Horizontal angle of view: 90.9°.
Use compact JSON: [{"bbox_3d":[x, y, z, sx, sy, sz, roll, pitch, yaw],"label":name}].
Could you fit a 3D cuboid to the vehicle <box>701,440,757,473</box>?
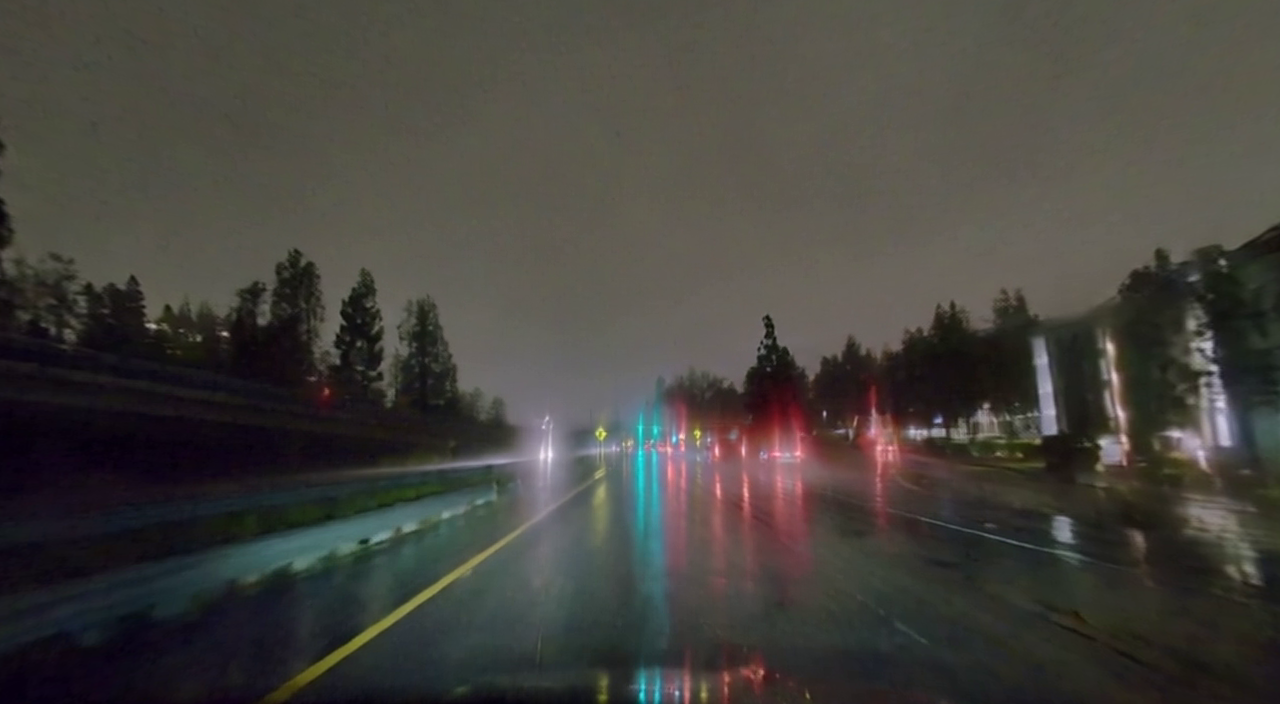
[{"bbox_3d":[4.306,5.144,31.235,2.042,1.518,4.477,0,-9,-1],"label":"vehicle"}]
